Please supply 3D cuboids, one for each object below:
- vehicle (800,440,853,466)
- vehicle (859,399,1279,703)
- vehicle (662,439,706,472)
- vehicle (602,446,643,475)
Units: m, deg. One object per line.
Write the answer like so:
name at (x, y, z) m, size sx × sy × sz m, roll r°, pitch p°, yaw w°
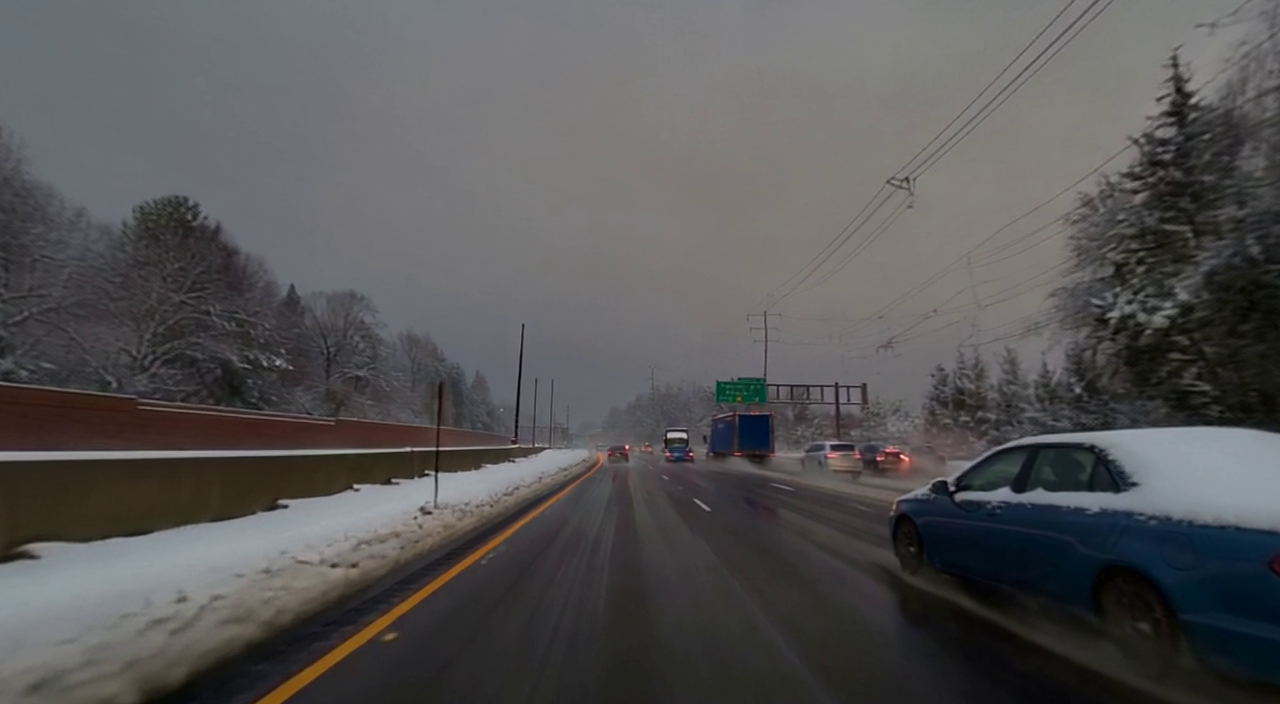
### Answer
vehicle at (13.770, 7.474, 46.936) m, size 2.085 × 1.805 × 5.177 m, roll 0°, pitch -9°, yaw -4°
vehicle at (3.211, 1.185, 4.128) m, size 1.922 × 1.465 × 4.165 m, roll 0°, pitch -9°, yaw -2°
vehicle at (2.578, 6.211, 38.037) m, size 2.114 × 1.849 × 4.692 m, roll 0°, pitch -9°, yaw -3°
vehicle at (-1.007, 5.895, 34.527) m, size 2.083 × 1.477 × 3.965 m, roll 0°, pitch -9°, yaw -3°
